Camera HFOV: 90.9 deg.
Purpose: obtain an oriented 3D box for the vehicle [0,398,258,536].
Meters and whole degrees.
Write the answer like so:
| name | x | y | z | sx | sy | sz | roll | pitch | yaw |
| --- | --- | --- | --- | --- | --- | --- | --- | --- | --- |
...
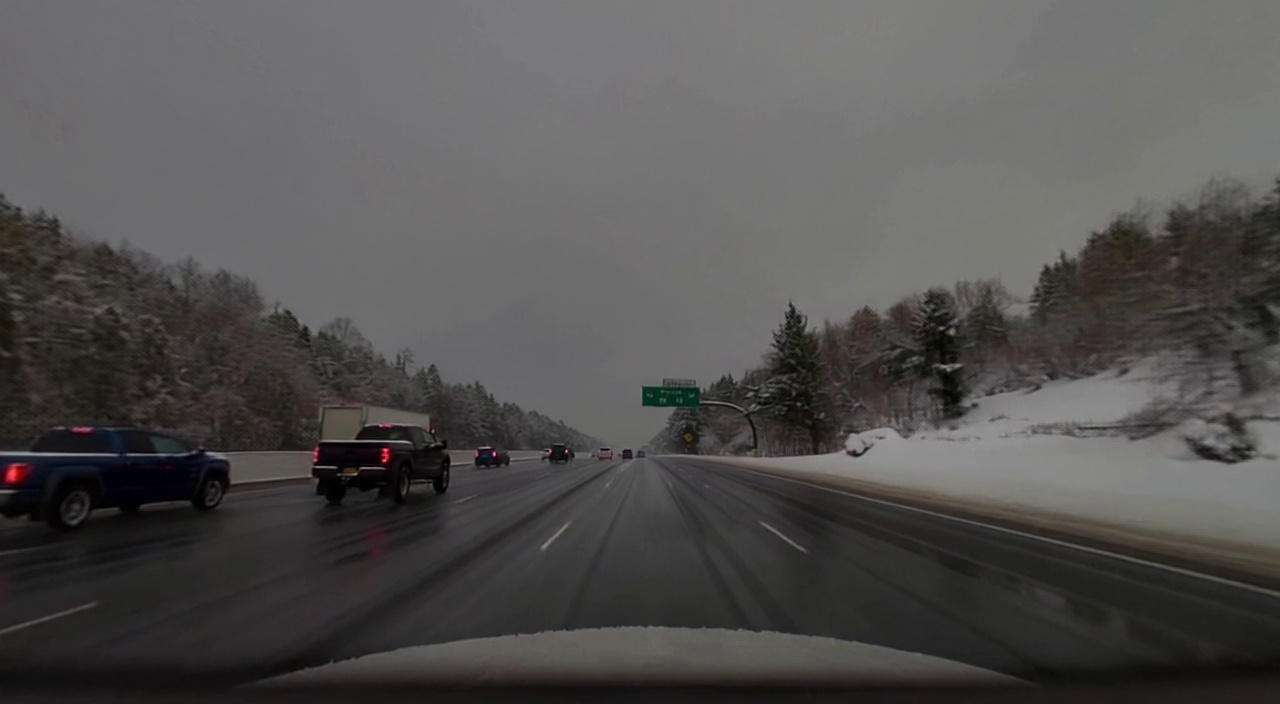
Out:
| name | x | y | z | sx | sy | sz | roll | pitch | yaw |
| --- | --- | --- | --- | --- | --- | --- | --- | --- | --- |
| vehicle | -10.332 | 2.047 | 11.772 | 2.576 | 1.922 | 6.067 | 0 | -8 | 0 |

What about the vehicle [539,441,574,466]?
| name | x | y | z | sx | sy | sz | roll | pitch | yaw |
| --- | --- | --- | --- | --- | --- | --- | --- | --- | --- |
| vehicle | -6.156 | 7.528 | 46.948 | 2.009 | 1.735 | 4.358 | 0 | -8 | 0 |

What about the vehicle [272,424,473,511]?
| name | x | y | z | sx | sy | sz | roll | pitch | yaw |
| --- | --- | --- | --- | --- | --- | --- | --- | --- | --- |
| vehicle | -6.381 | 2.856 | 16.264 | 2.403 | 1.773 | 6.276 | 0 | -8 | 1 |

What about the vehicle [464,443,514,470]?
| name | x | y | z | sx | sy | sz | roll | pitch | yaw |
| --- | --- | --- | --- | --- | --- | --- | --- | --- | --- |
| vehicle | -9.693 | 6.723 | 40.867 | 2.060 | 1.662 | 4.469 | 0 | -8 | 2 |
